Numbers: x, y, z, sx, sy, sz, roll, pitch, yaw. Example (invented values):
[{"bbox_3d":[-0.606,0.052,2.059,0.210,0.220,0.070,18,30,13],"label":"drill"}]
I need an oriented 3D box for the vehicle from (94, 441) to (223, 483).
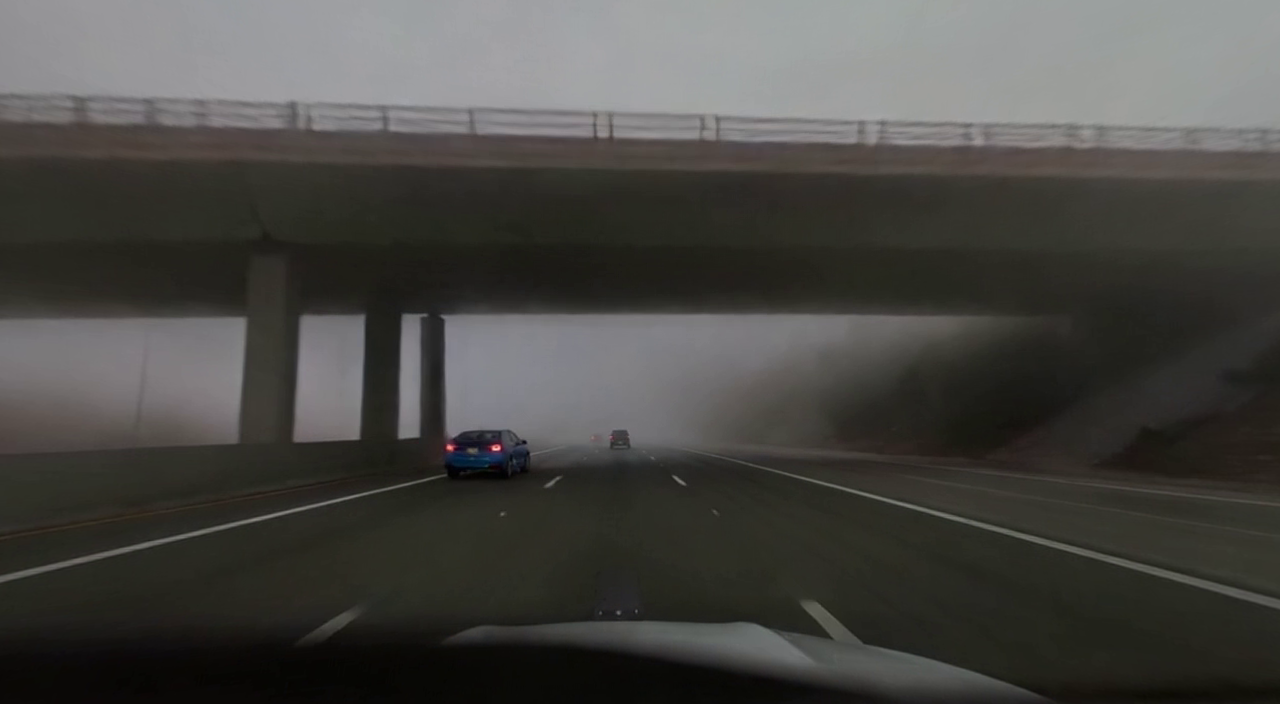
[{"bbox_3d":[-20.858,4.746,27.546,1.923,1.590,4.742,0,-8,-1],"label":"vehicle"}]

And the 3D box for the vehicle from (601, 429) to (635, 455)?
[{"bbox_3d":[-1.415,5.925,41.512,2.116,1.625,4.004,0,-8,-1],"label":"vehicle"}]

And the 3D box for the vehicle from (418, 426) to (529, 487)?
[{"bbox_3d":[-4.643,2.974,18.322,2.017,1.537,4.496,0,-8,0],"label":"vehicle"}]
